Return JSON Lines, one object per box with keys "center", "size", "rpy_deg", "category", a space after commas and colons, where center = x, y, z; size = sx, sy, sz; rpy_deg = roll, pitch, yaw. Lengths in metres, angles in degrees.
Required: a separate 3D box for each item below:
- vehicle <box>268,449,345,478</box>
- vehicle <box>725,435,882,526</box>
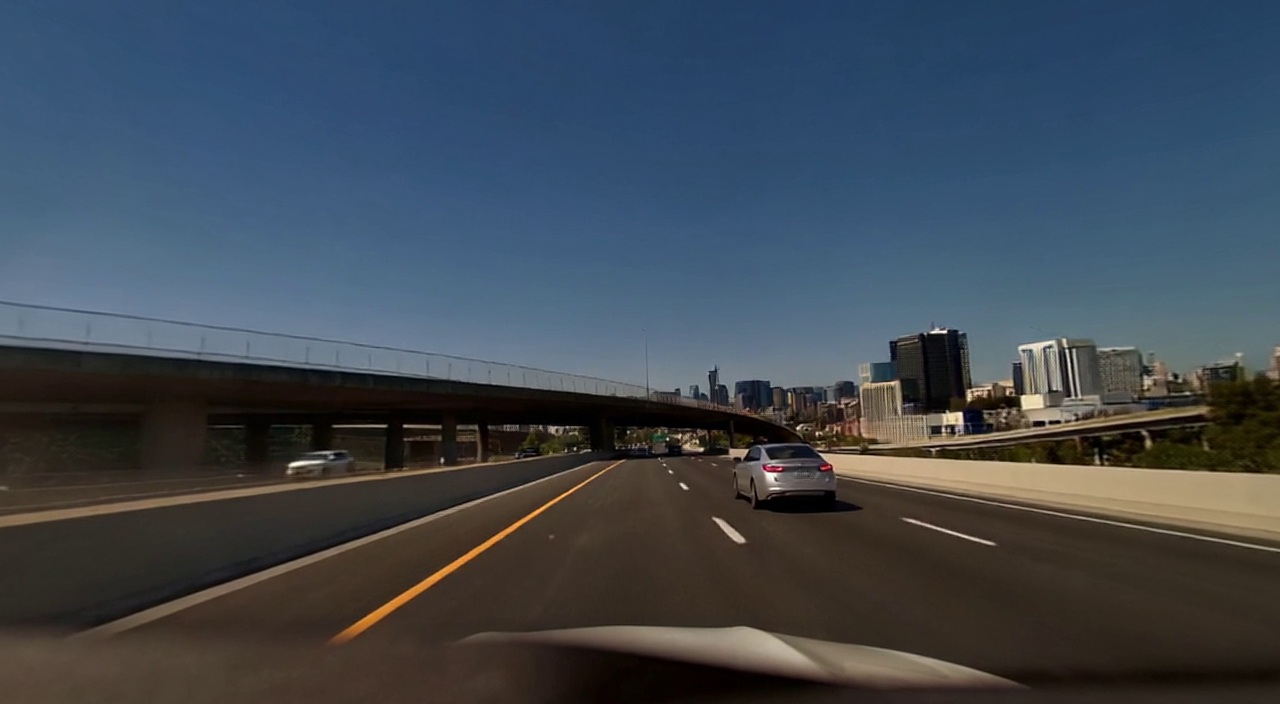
{"center": [-20.092, 6.700, 38.288], "size": [1.976, 1.589, 4.669], "rpy_deg": [0, -9, 2], "category": "vehicle"}
{"center": [3.113, 2.548, 13.170], "size": [1.982, 1.533, 4.612], "rpy_deg": [0, -9, -1], "category": "vehicle"}
